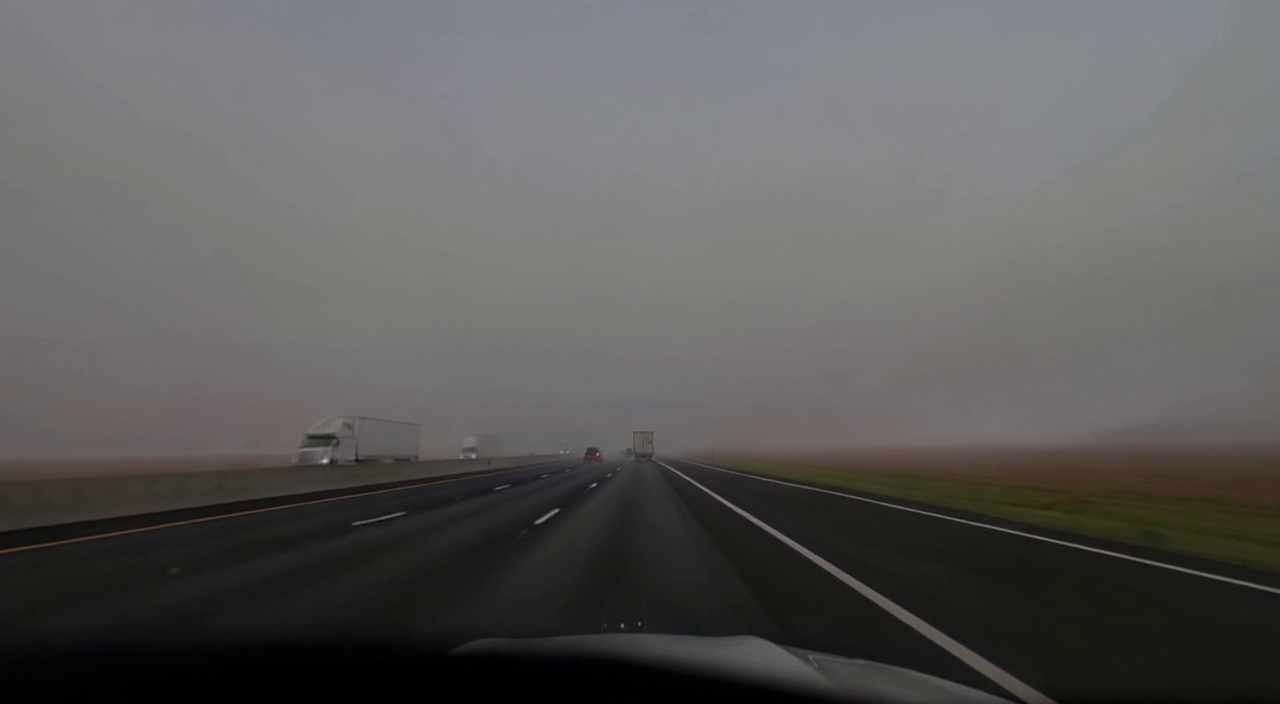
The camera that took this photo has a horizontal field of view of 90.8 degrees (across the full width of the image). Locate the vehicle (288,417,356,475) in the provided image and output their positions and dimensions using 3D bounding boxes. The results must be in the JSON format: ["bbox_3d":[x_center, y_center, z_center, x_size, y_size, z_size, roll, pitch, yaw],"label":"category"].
[{"bbox_3d":[-22.701,6.759,45.210,3.257,3.998,2.595,0,-9,0],"label":"vehicle"}]
